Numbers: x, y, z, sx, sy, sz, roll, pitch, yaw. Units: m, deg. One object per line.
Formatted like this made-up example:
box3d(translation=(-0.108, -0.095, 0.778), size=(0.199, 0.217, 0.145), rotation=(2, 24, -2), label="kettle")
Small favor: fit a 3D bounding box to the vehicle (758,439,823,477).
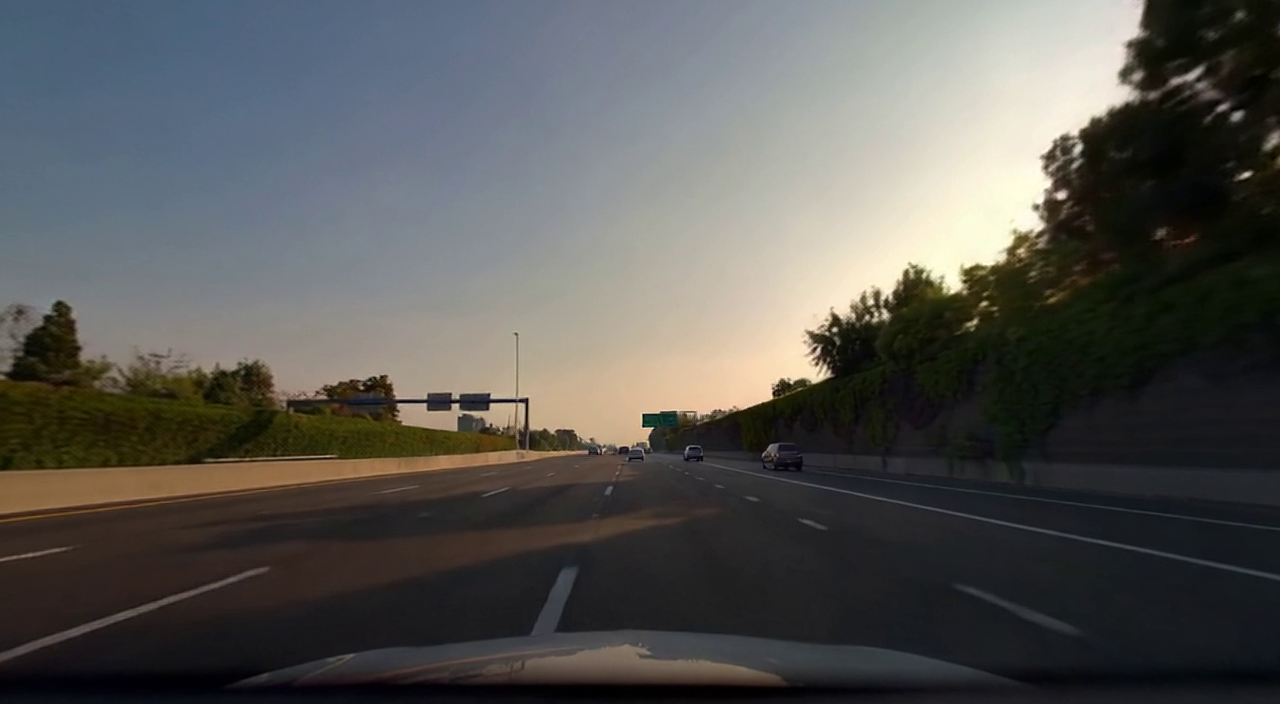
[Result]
box3d(translation=(7.684, 5.451, 32.564), size=(2.167, 1.781, 4.340), rotation=(0, -9, -1), label="vehicle")
